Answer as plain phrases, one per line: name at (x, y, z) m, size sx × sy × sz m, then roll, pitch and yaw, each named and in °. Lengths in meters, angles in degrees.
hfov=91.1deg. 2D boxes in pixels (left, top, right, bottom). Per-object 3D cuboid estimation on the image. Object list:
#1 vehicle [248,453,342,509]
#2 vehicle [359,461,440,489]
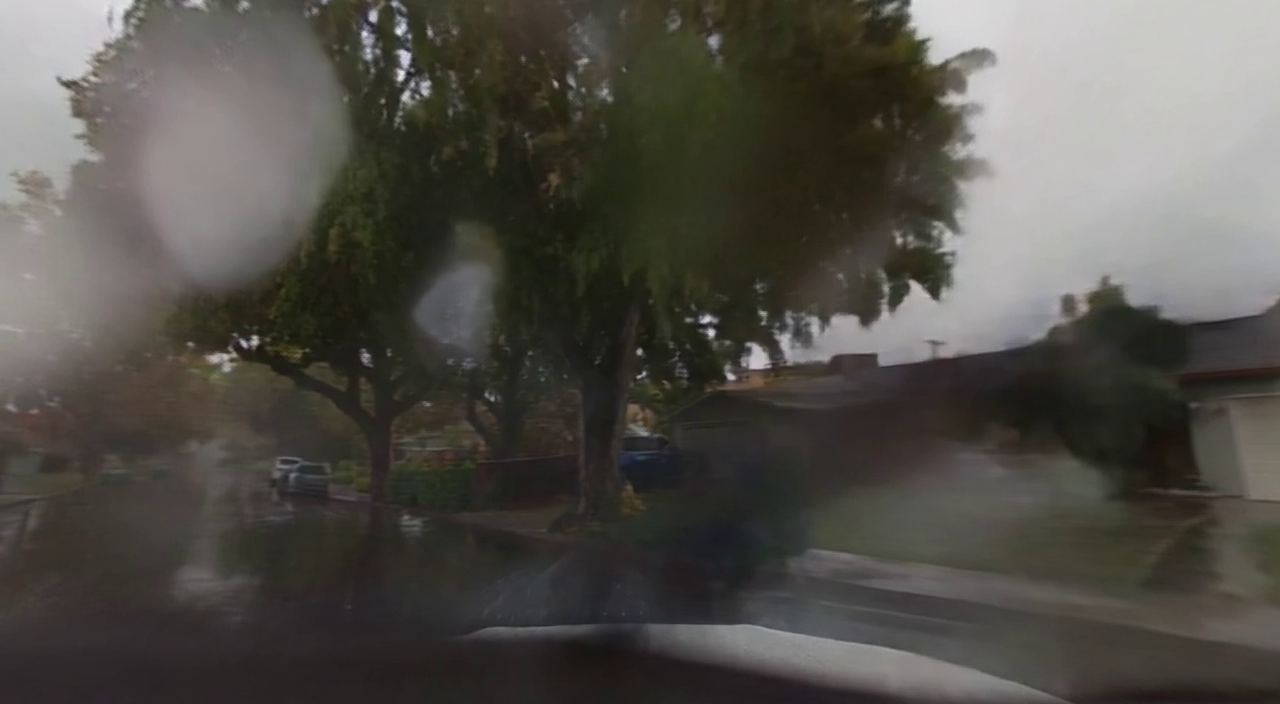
vehicle at (-12.867, 4.677, 23.275) m, size 2.163 × 1.760 × 4.591 m, roll 7°, pitch -11°, yaw -38°
vehicle at (-14.662, 7.500, 38.381) m, size 4.457 × 1.510 × 1.762 m, roll 4°, pitch -9°, yaw -23°
